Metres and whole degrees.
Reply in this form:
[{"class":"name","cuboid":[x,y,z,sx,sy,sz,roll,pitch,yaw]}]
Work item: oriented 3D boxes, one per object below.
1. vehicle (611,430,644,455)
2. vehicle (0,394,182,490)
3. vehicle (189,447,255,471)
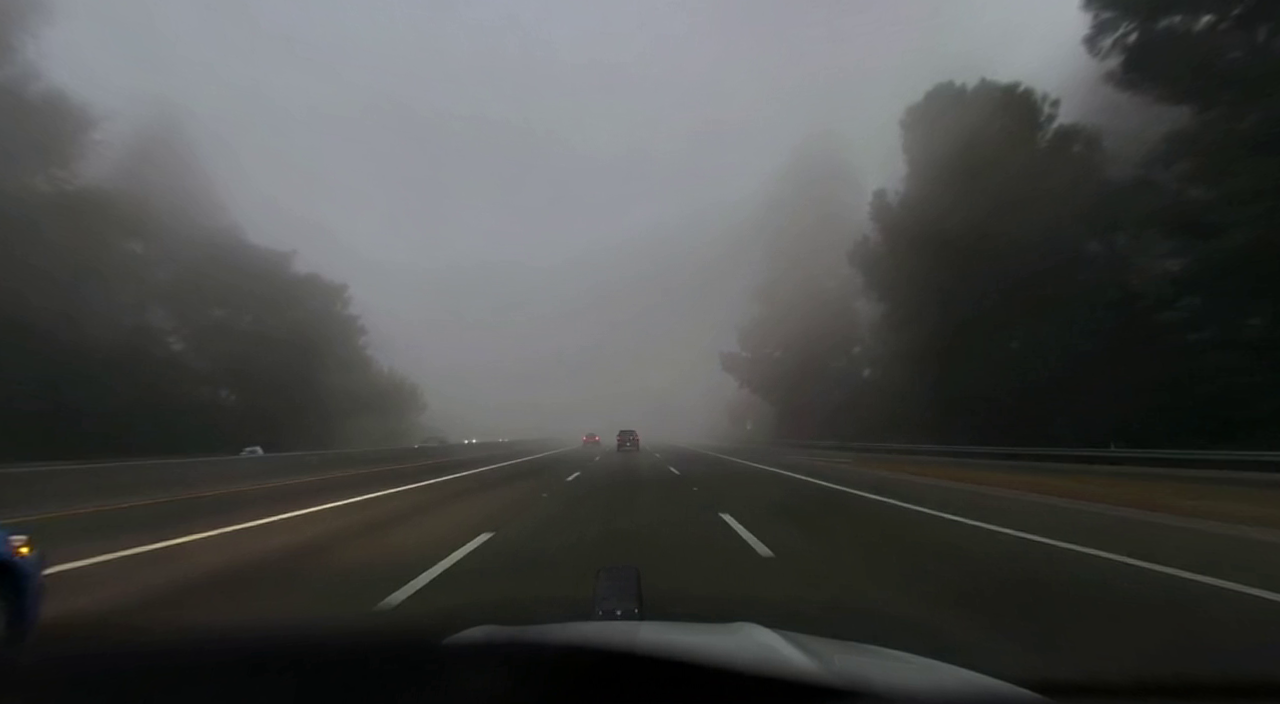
[{"class":"vehicle","cuboid":[-0.820,6.041,42.145,2.116,1.625,4.004,0,-8,-1]},{"class":"vehicle","cuboid":[-28.755,4.214,29.657,2.923,4.095,14.129,0,-8,4]},{"class":"vehicle","cuboid":[-28.893,7.397,43.561,1.786,1.493,4.035,0,-8,0]}]
